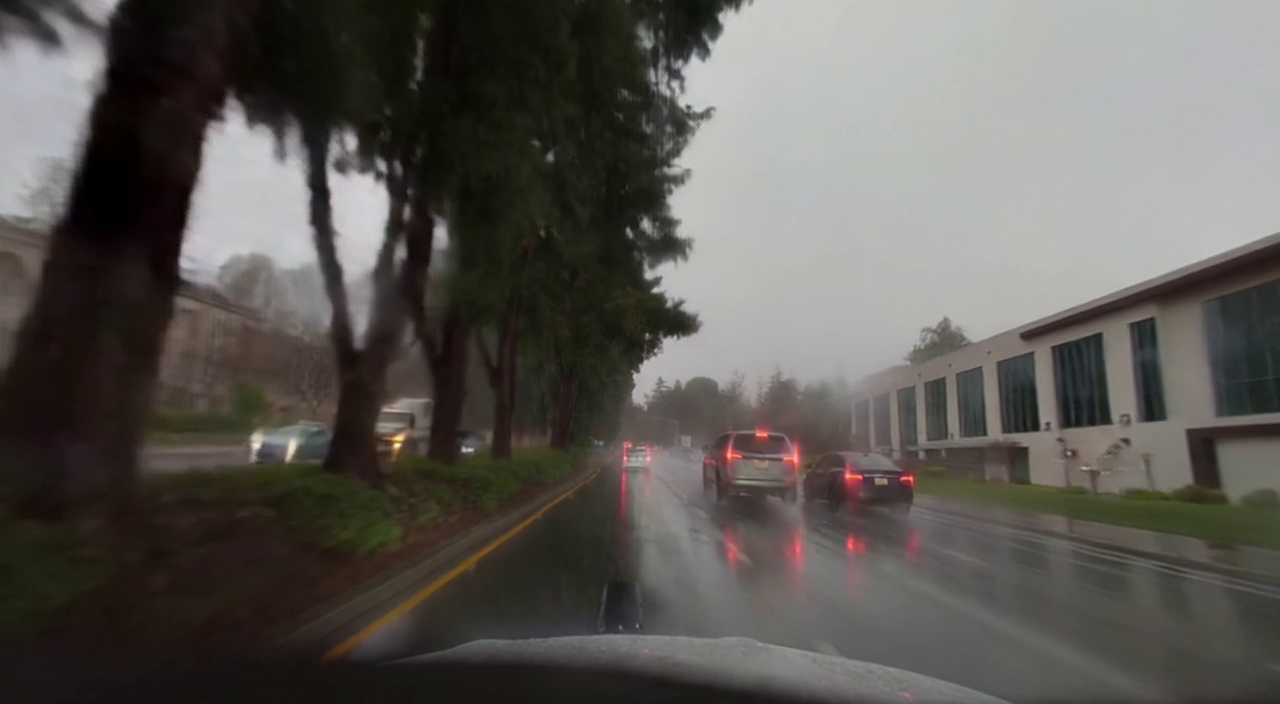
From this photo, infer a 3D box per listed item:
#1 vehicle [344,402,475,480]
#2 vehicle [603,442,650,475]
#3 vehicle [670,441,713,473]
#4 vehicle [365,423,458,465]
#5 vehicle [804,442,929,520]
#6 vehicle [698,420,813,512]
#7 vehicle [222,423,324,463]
[{"bbox_3d":[-11.581,4.360,33.181,2.947,3.206,10.111,0,-3,1],"label":"vehicle"},{"bbox_3d":[-0.624,5.147,30.764,2.119,1.460,3.847,0,-9,0],"label":"vehicle"},{"bbox_3d":[2.796,5.845,35.374,1.922,1.708,4.126,0,-9,-2],"label":"vehicle"},{"bbox_3d":[-8.906,3.652,25.090,1.981,1.514,4.323,0,-8,1],"label":"vehicle"},{"bbox_3d":[6.270,3.565,18.010,1.913,1.777,4.269,5,-9,-1],"label":"vehicle"},{"bbox_3d":[2.814,2.875,16.334,2.035,1.940,4.299,3,-9,-1],"label":"vehicle"},{"bbox_3d":[-15.669,3.901,27.257,1.770,1.461,4.336,4,-8,0],"label":"vehicle"}]
